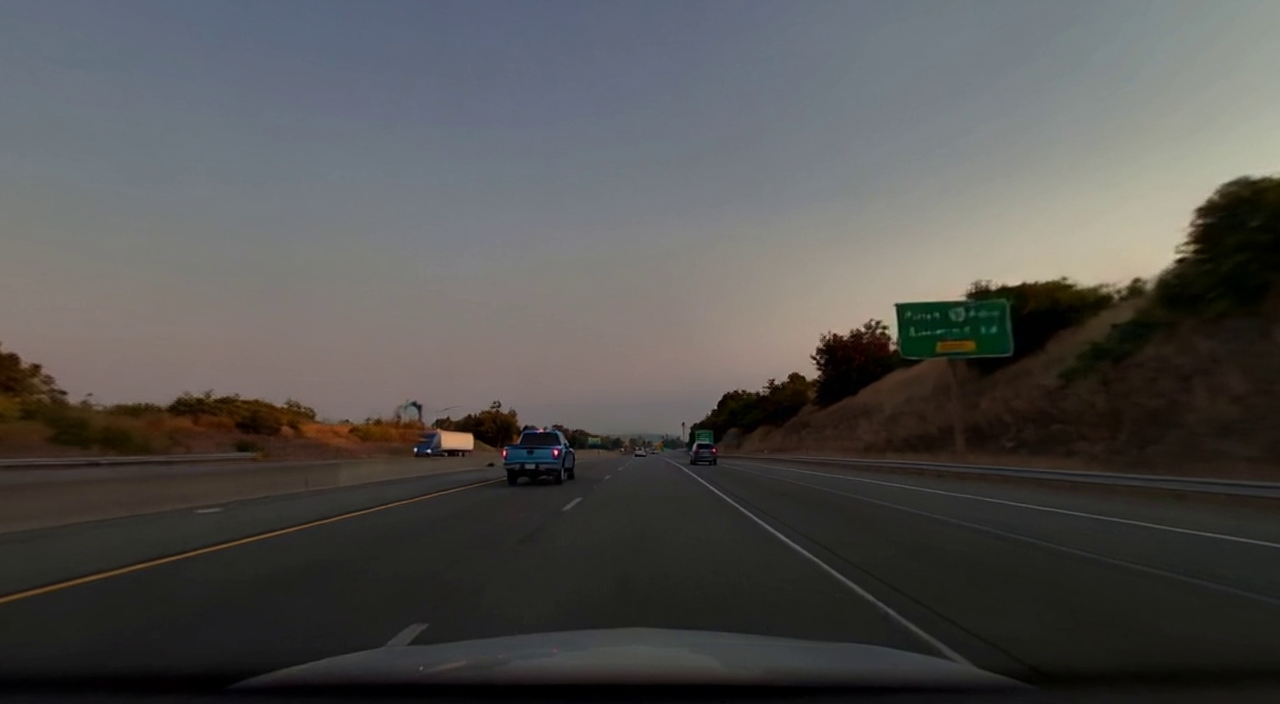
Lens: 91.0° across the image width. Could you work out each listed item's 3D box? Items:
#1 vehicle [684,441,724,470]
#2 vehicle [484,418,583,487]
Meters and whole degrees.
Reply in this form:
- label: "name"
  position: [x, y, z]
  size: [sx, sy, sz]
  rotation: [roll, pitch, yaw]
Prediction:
- label: "vehicle"
  position: [3.907, 6.431, 39.104]
  size: [2.095, 1.668, 4.135]
  rotation: [0, -9, 1]
- label: "vehicle"
  position: [-3.733, 3.745, 23.606]
  size: [2.496, 2.203, 6.317]
  rotation: [0, -9, 1]
